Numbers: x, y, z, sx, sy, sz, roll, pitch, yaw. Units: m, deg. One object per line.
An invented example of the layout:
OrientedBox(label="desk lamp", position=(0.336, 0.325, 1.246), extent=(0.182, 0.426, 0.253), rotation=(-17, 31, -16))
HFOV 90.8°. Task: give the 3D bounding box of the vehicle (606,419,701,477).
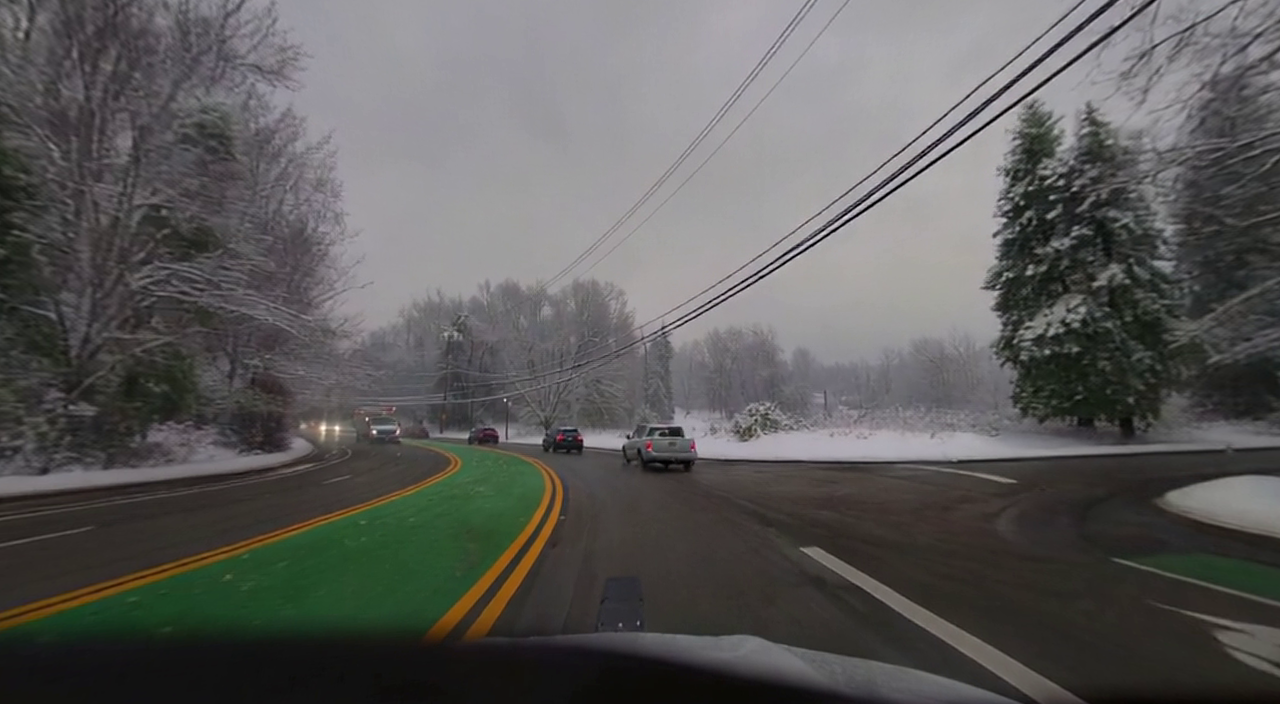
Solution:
OrientedBox(label="vehicle", position=(0.326, 3.338, 22.173), extent=(2.140, 1.767, 4.720), rotation=(2, -8, -14))

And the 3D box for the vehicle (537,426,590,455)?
OrientedBox(label="vehicle", position=(-4.866, 5.557, 39.573), extent=(2.075, 1.699, 4.520), rotation=(4, -9, -23))
